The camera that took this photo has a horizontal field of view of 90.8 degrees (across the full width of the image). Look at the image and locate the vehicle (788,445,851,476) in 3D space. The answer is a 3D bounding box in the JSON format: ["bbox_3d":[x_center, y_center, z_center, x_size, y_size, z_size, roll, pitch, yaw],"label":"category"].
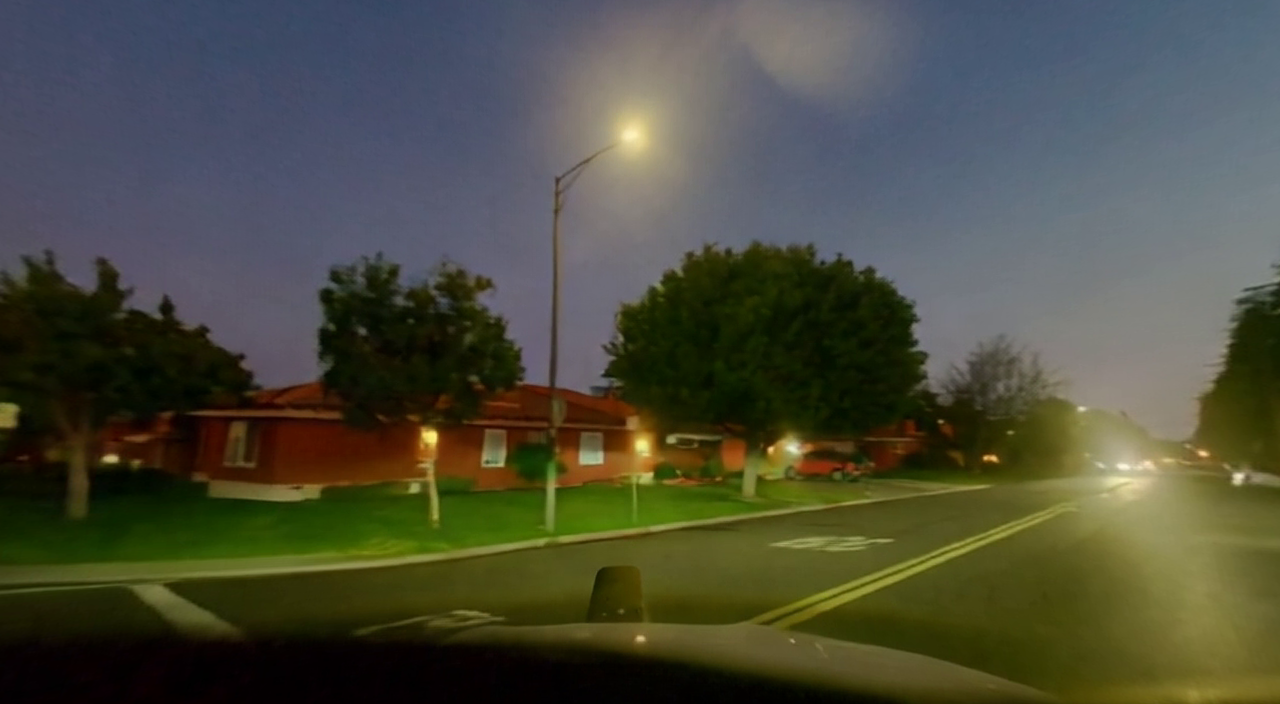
[{"bbox_3d":[11.862,7.171,41.505,2.034,1.829,5.161,-8,-14,38],"label":"vehicle"}]

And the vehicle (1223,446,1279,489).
[{"bbox_3d":[29.304,5.351,29.718,2.114,1.858,5.144,-7,-11,37],"label":"vehicle"}]
